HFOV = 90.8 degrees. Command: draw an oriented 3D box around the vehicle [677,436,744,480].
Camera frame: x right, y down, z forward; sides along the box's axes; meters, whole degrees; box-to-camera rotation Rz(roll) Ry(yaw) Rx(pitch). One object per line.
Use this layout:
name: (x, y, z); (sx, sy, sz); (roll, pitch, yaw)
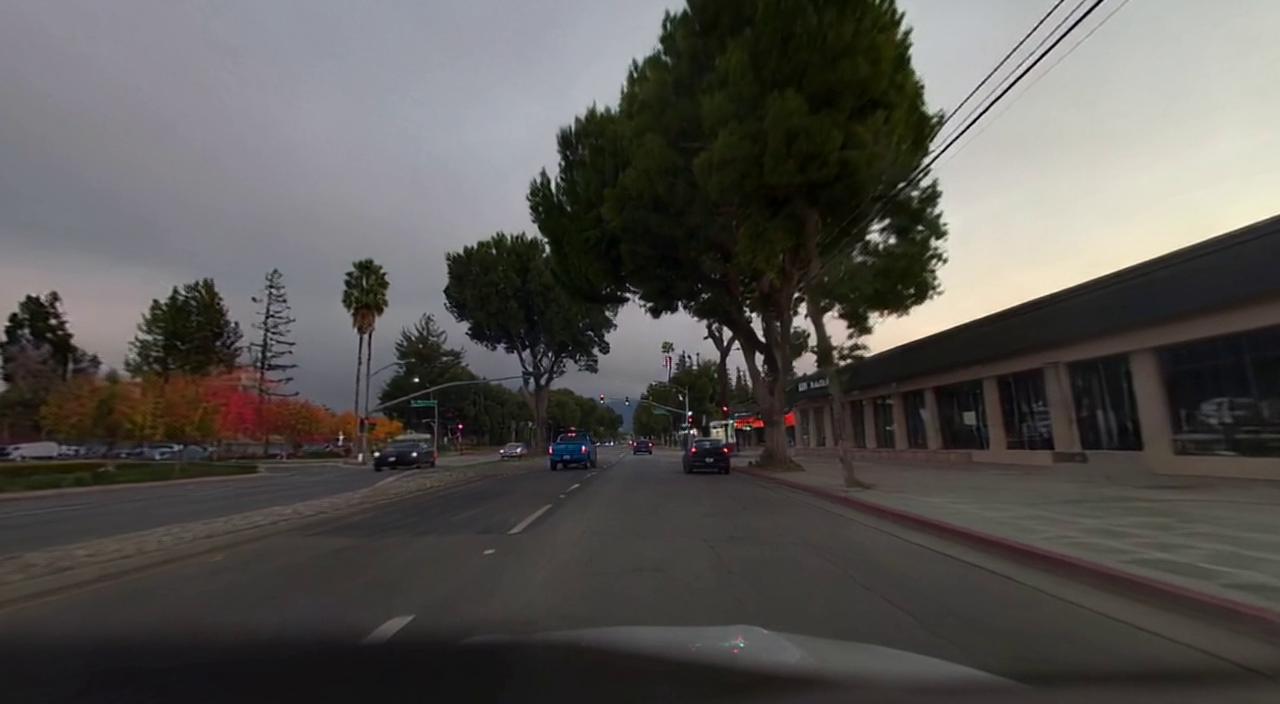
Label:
vehicle: (2.550, 3.972, 23.870); (2.103, 1.487, 4.101); (0, -8, 1)

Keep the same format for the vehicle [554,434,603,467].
vehicle: (-3.442, 5.667, 36.526); (2.464, 1.777, 5.128); (0, -9, -2)
